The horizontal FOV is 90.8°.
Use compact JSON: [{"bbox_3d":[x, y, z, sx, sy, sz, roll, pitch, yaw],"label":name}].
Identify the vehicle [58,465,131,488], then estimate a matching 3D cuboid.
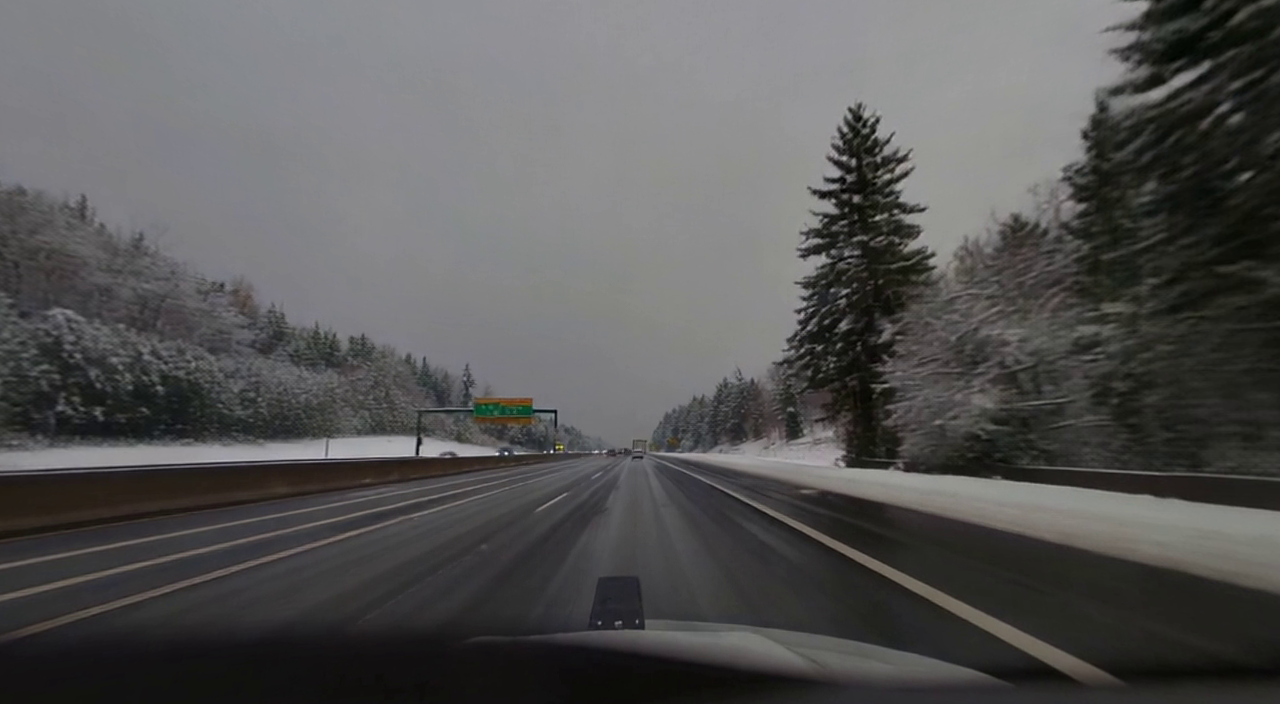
[{"bbox_3d":[-38.058,8.676,44.139,1.934,1.412,4.014,1,-9,-10],"label":"vehicle"}]
